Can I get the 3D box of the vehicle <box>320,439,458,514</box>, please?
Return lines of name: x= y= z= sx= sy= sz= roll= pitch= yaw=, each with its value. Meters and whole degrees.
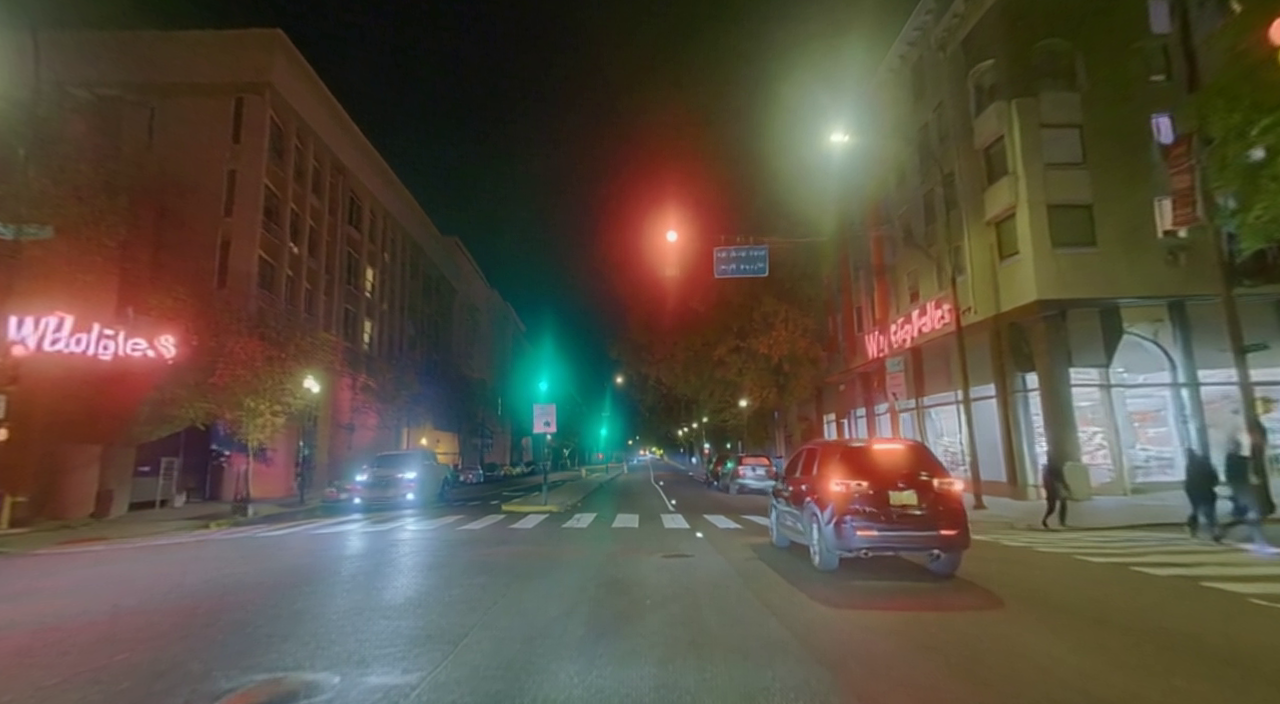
vehicle: x=-8.703 y=4.325 z=22.696 sx=2.489 sy=2.323 sz=5.843 roll=0 pitch=-8 yaw=1

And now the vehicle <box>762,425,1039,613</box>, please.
vehicle: x=2.624 y=1.705 z=7.138 sx=1.822 sy=1.654 sz=2.794 roll=0 pitch=-8 yaw=-2

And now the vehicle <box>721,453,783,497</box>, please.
vehicle: x=5.254 y=5.811 z=30.296 sx=2.010 sy=1.844 sz=4.386 roll=0 pitch=-8 yaw=-2

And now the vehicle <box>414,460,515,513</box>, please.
vehicle: x=-5.684 y=4.407 z=21.177 sx=1.983 sy=1.438 sz=4.559 roll=0 pitch=-8 yaw=1
